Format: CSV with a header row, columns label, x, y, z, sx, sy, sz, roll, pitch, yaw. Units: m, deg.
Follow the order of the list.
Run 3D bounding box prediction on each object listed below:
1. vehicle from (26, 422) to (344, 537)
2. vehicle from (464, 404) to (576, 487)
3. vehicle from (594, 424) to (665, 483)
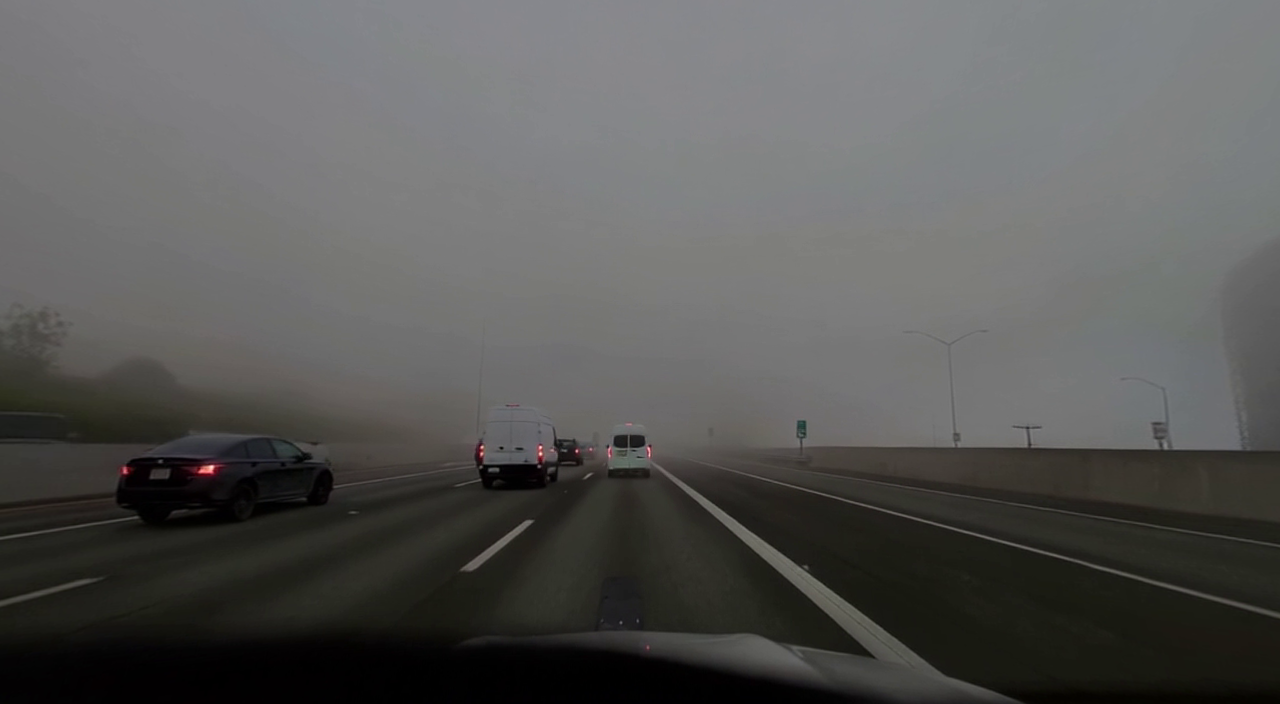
label,x,y,z,sx,sy,sz,roll,pitch,yaw
vehicle,-7.075,2.021,10.625,1.959,1.493,4.575,0,-9,0
vehicle,-3.657,3.057,20.611,2.504,2.276,5.933,0,-9,0
vehicle,-0.316,3.477,21.673,2.207,1.807,4.199,0,-9,0
